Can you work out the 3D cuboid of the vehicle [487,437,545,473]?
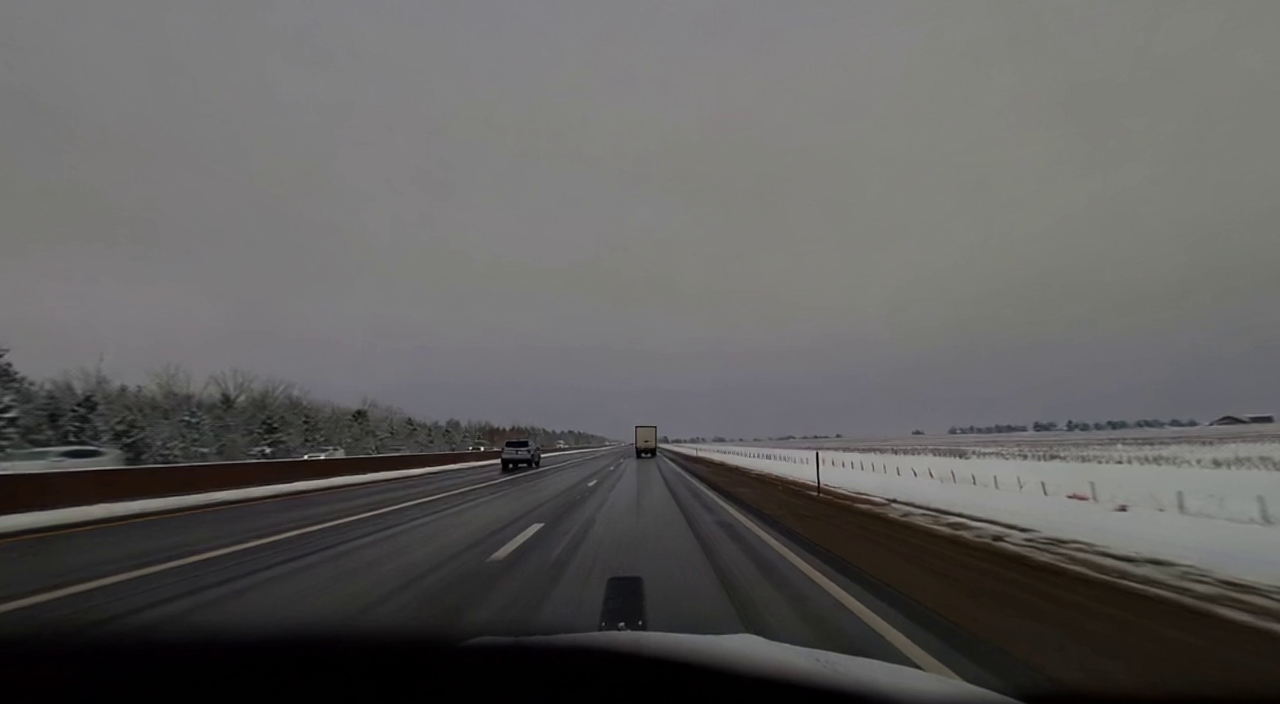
[{"bbox_3d":[-6.953,5.838,35.926,2.193,1.866,4.807,0,-8,2],"label":"vehicle"}]

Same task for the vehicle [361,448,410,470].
[{"bbox_3d":[-19.578,8.205,48.684,1.872,1.585,4.416,0,-8,1],"label":"vehicle"}]

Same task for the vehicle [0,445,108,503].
[{"bbox_3d":[-20.568,3.916,20.534,2.106,1.734,4.955,0,-8,0],"label":"vehicle"}]
